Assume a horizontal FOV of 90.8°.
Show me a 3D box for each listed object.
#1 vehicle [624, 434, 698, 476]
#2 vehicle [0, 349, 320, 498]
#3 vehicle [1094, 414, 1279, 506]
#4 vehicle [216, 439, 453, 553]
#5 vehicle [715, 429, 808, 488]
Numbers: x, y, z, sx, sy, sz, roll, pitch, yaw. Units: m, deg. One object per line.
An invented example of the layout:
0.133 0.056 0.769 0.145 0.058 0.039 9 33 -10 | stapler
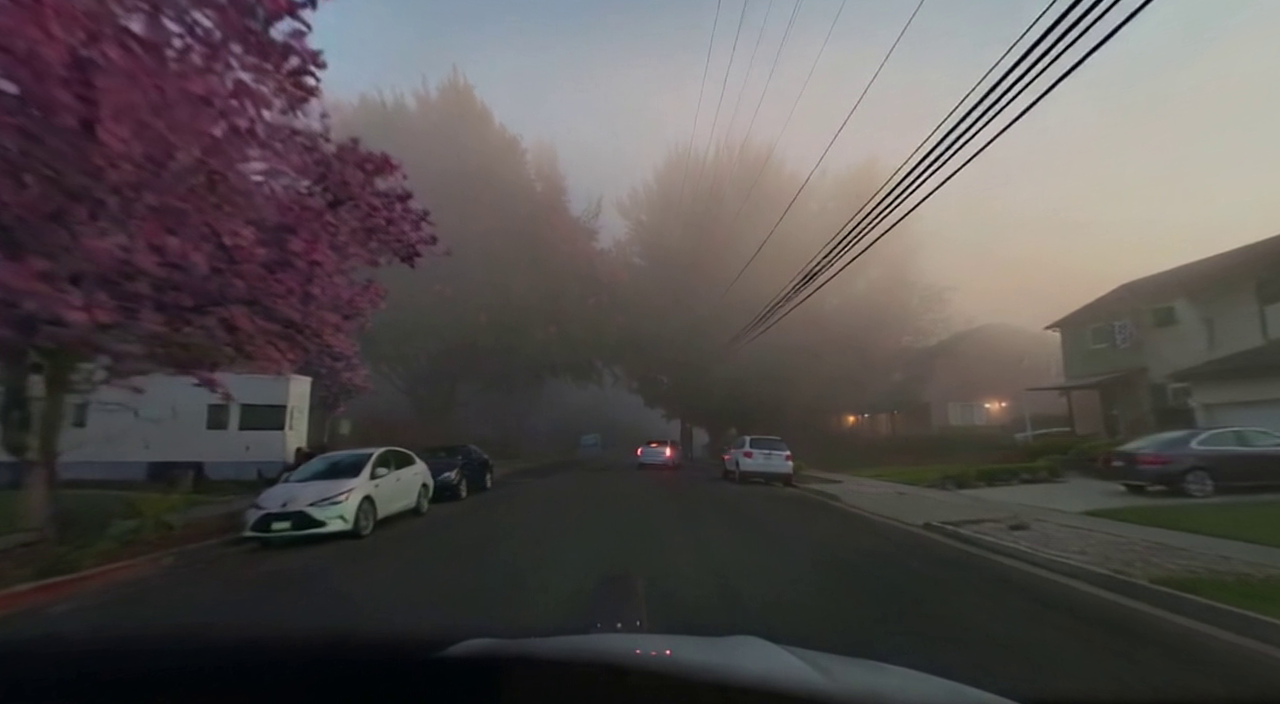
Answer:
0.946 3.970 24.657 2.075 1.449 4.526 -2 -8 13 | vehicle
-13.071 1.829 15.969 8.239 3.354 2.902 0 -9 1 | vehicle
12.306 2.203 13.083 4.186 1.748 1.992 0 -8 1 | vehicle
-4.858 2.280 10.917 1.874 1.413 4.442 0 -6 0 | vehicle
3.797 3.424 20.654 2.103 1.679 4.386 0 -8 -1 | vehicle
